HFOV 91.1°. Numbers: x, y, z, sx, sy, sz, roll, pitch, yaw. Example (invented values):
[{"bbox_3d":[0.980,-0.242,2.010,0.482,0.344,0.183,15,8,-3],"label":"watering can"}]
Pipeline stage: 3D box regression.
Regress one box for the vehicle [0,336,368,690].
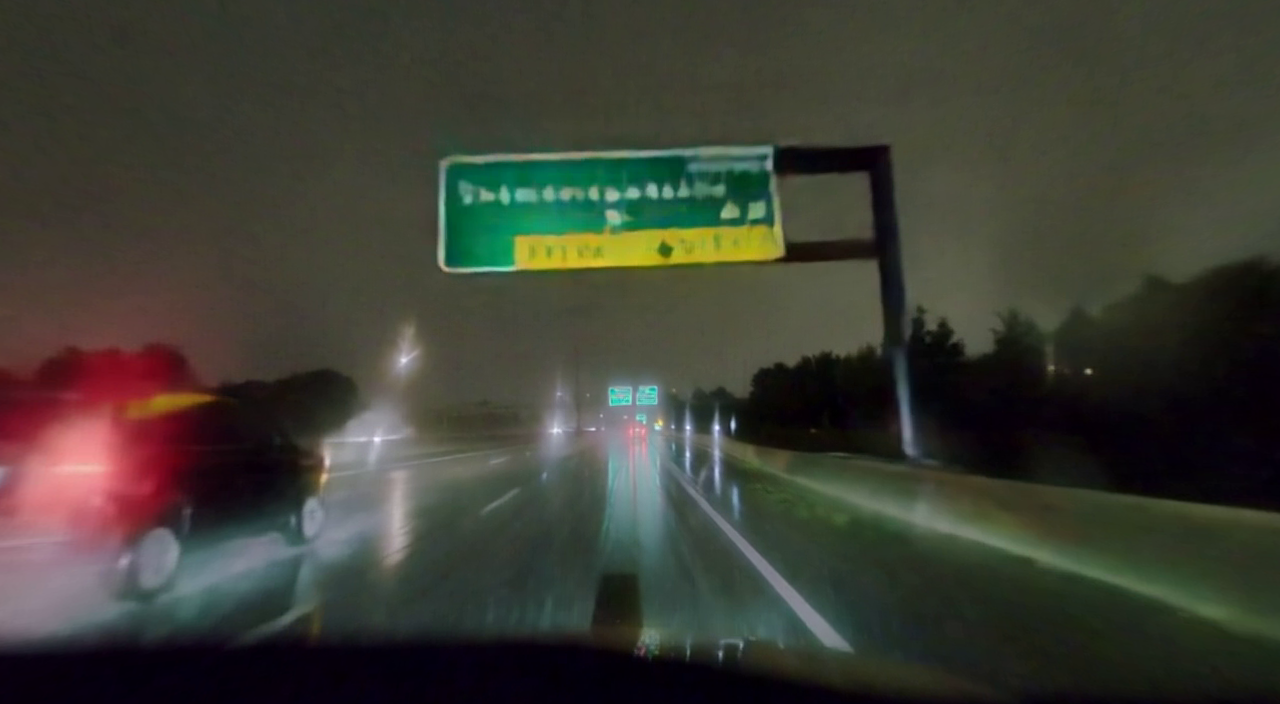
[{"bbox_3d":[-4.266,1.047,4.947,2.153,1.730,4.772,0,-8,-1],"label":"vehicle"}]
